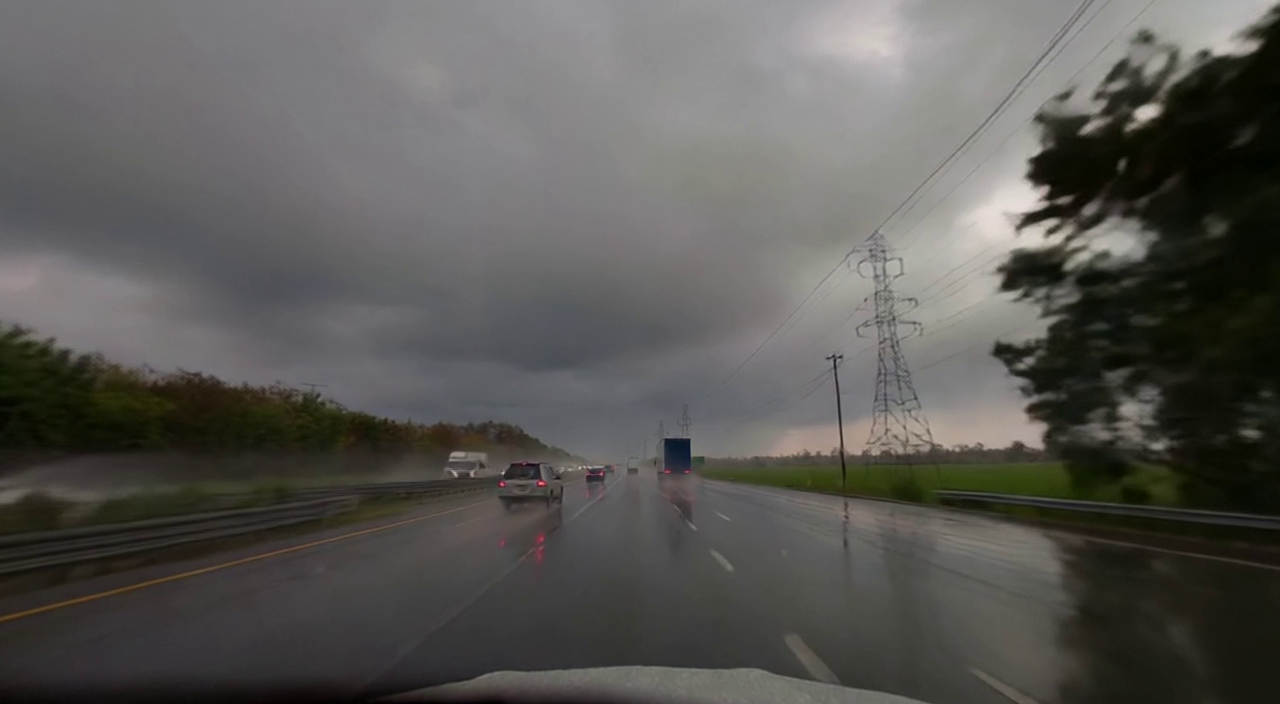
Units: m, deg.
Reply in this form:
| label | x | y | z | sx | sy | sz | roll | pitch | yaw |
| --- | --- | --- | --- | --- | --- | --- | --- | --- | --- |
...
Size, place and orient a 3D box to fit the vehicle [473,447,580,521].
| label | x | y | z | sx | sy | sz | roll | pitch | yaw |
| --- | --- | --- | --- | --- | --- | --- | --- | --- | --- |
| vehicle | -2.915 | 3.569 | 17.337 | 2.065 | 1.722 | 4.441 | 1 | -10 | 0 |
